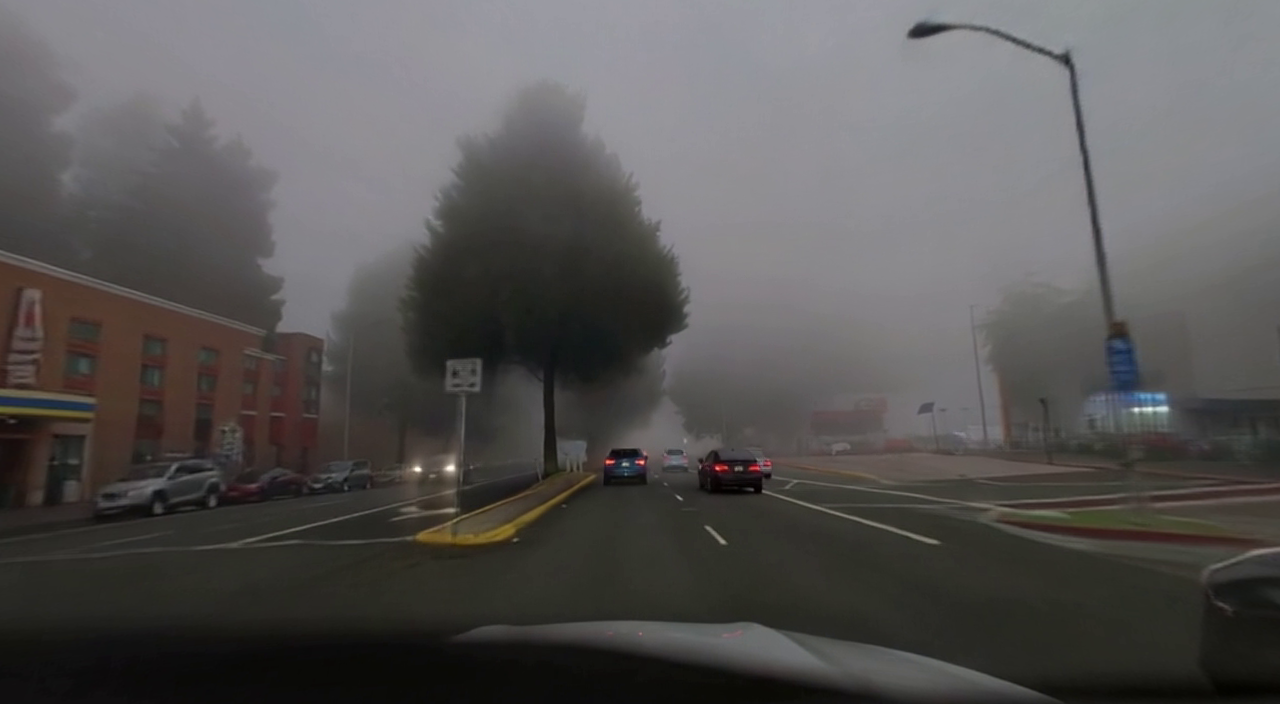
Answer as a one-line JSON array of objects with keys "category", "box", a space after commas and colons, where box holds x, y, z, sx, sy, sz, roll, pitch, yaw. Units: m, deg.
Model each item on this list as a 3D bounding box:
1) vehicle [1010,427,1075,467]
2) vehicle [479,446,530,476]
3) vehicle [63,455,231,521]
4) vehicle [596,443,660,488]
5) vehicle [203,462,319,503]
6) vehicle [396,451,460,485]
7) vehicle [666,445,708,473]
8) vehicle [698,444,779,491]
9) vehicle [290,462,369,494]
[{"category": "vehicle", "box": [18.560, 4.422, 29.357, 1.937, 1.691, 4.746, -5, -10, 26]}, {"category": "vehicle", "box": [-8.544, 6.899, 40.206, 2.273, 1.748, 4.379, -1, -9, 0]}, {"category": "vehicle", "box": [-15.603, 4.276, 20.410, 1.979, 1.819, 4.308, 0, -9, -2]}, {"category": "vehicle", "box": [-0.460, 4.317, 24.390, 2.232, 1.508, 4.319, 0, -9, -1]}, {"category": "vehicle", "box": [-15.600, 5.361, 26.379, 1.871, 1.452, 4.579, -1, -9, 2]}, {"category": "vehicle", "box": [-11.260, 6.163, 33.961, 1.997, 1.677, 4.327, -1, -9, -1]}, {"category": "vehicle", "box": [2.744, 6.397, 37.971, 2.098, 1.527, 3.966, 0, -9, -2]}, {"category": "vehicle", "box": [3.337, 3.999, 22.233, 2.060, 1.471, 4.168, 0, -9, -2]}, {"category": "vehicle", "box": [-15.497, 6.288, 31.875, 1.711, 1.351, 4.565, -1, -9, -1]}]
